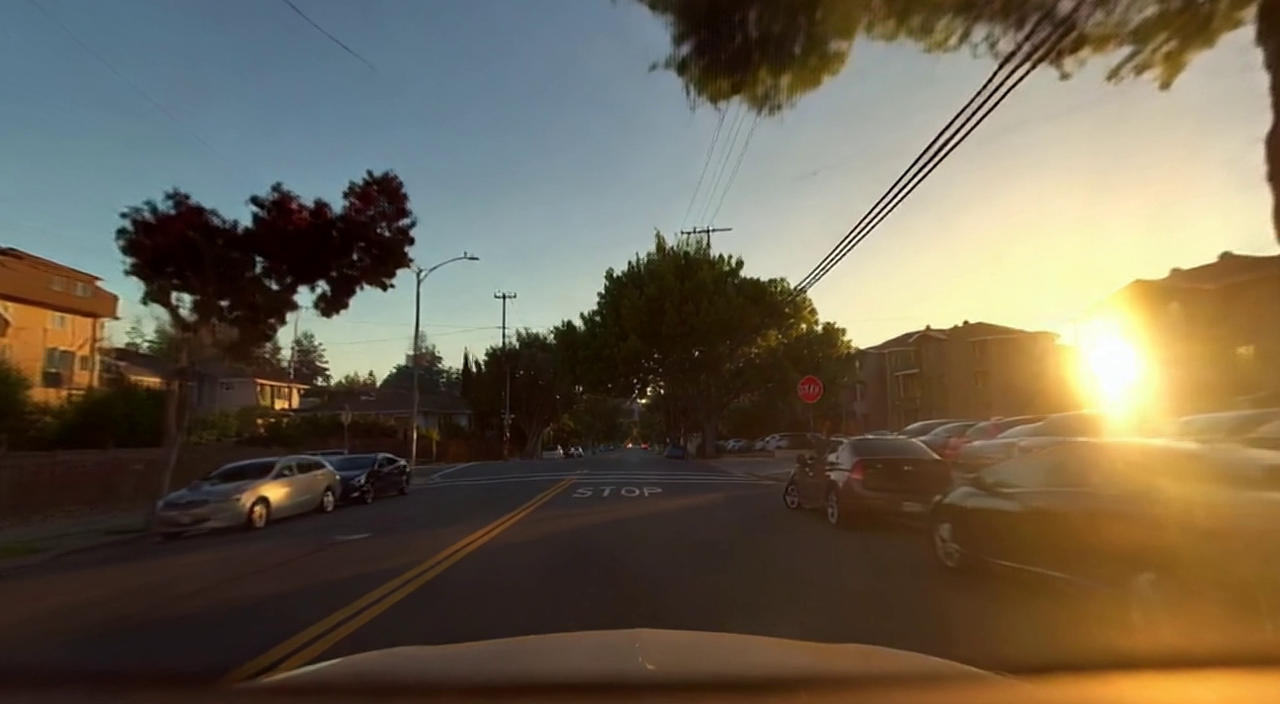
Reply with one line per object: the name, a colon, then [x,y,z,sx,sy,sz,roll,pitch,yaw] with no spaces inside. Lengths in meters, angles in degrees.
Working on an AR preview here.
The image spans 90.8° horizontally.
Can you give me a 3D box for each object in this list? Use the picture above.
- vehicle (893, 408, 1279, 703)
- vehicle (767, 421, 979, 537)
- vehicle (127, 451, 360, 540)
vehicle: [4.000,1.362,5.393,1.846,1.506,4.165,0,-9,-2]
vehicle: [3.723,2.106,11.040,1.976,1.614,4.052,0,-9,-3]
vehicle: [-7.901,2.848,13.283,1.904,1.488,4.600,0,-9,0]
